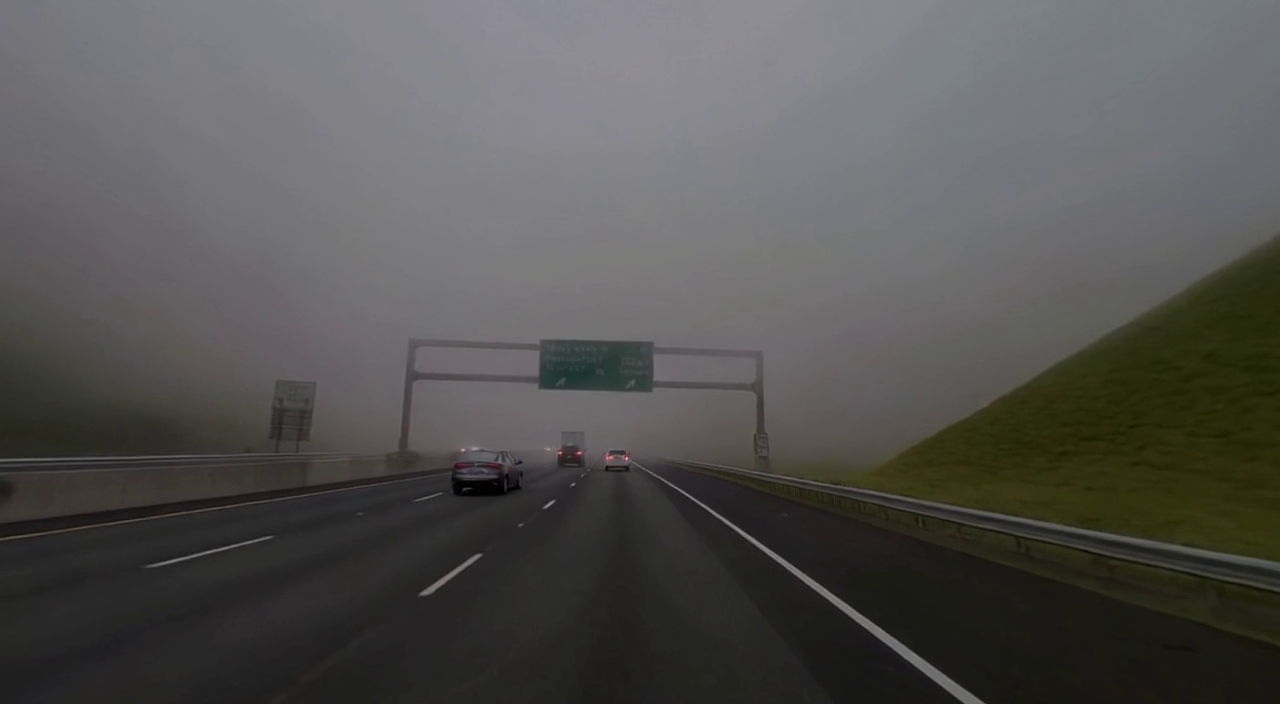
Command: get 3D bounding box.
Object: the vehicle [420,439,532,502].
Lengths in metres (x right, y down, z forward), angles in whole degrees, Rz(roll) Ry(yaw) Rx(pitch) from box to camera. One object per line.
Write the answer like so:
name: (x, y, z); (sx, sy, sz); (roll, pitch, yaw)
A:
vehicle: (-4.664, 3.436, 18.650); (2.208, 1.619, 4.162); (0, -9, -1)

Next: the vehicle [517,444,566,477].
vehicle: (-5.241, 5.819, 34.085); (2.118, 1.624, 4.032); (0, -9, -1)

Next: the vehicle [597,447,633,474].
vehicle: (-1.486, 6.245, 36.487); (1.988, 1.440, 4.201); (0, -9, -3)
